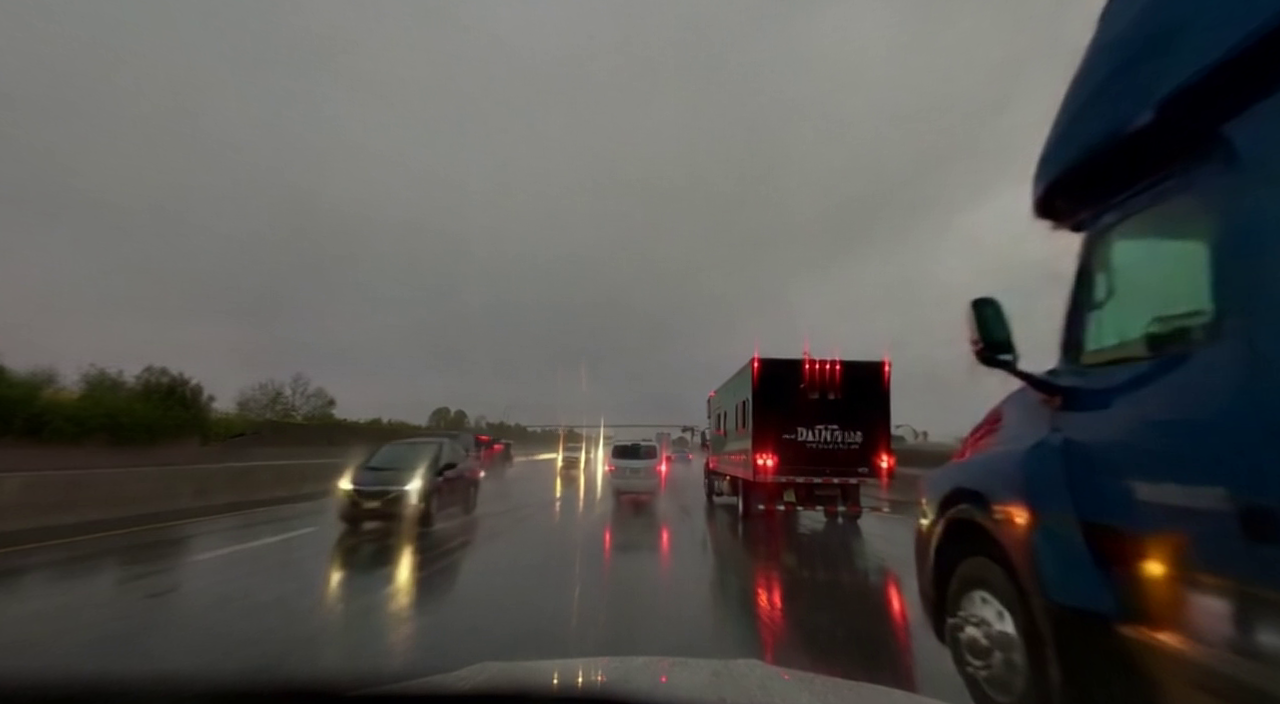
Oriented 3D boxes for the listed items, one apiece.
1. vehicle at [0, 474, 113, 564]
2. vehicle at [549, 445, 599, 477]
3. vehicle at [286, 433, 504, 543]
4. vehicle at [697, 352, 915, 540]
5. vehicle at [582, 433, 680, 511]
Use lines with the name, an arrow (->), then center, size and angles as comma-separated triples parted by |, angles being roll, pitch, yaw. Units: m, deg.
vehicle -> -30.140, 7.394, 27.067 | 3.358, 3.720, 13.340 | 0, -9, 1
vehicle -> -3.556, 5.983, 34.846 | 2.098, 1.659, 4.432 | 0, -9, 2
vehicle -> -4.085, 2.354, 11.607 | 2.023, 1.576, 4.784 | 0, -9, 1
vehicle -> 2.927, 2.020, 13.610 | 2.533, 2.942, 7.280 | 0, -9, -1
vehicle -> -0.208, 2.992, 16.177 | 2.201, 1.719, 4.058 | 0, -9, 0
